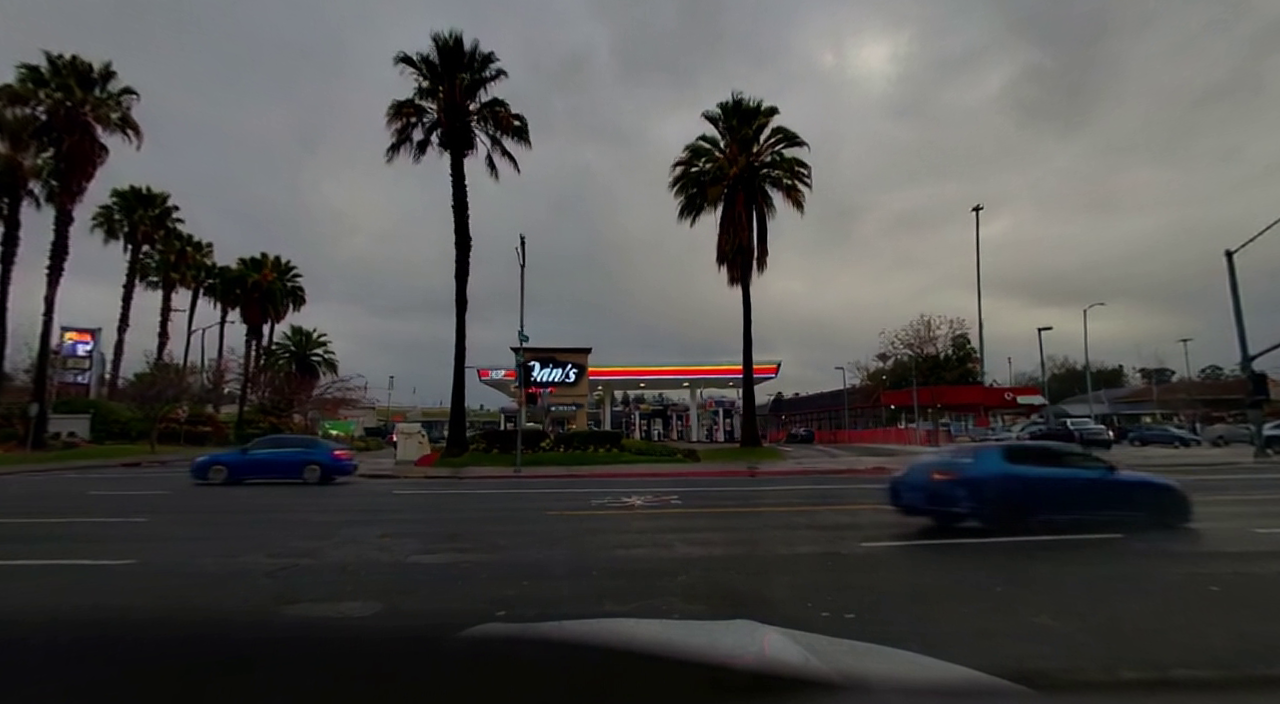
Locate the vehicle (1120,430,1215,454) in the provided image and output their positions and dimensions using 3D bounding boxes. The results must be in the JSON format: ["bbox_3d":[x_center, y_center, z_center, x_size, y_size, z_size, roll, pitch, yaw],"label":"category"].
[{"bbox_3d":[34.012,5.850,40.906,1.805,1.466,4.641,1,-8,-8],"label":"vehicle"}]

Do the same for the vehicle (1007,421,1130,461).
[{"bbox_3d":[21.872,4.515,32.370,4.880,1.754,2.202,-1,-5,-7],"label":"vehicle"}]

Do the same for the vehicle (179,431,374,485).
[{"bbox_3d":[-10.593,3.114,18.752,4.570,1.480,1.873,1,-8,-6],"label":"vehicle"}]
